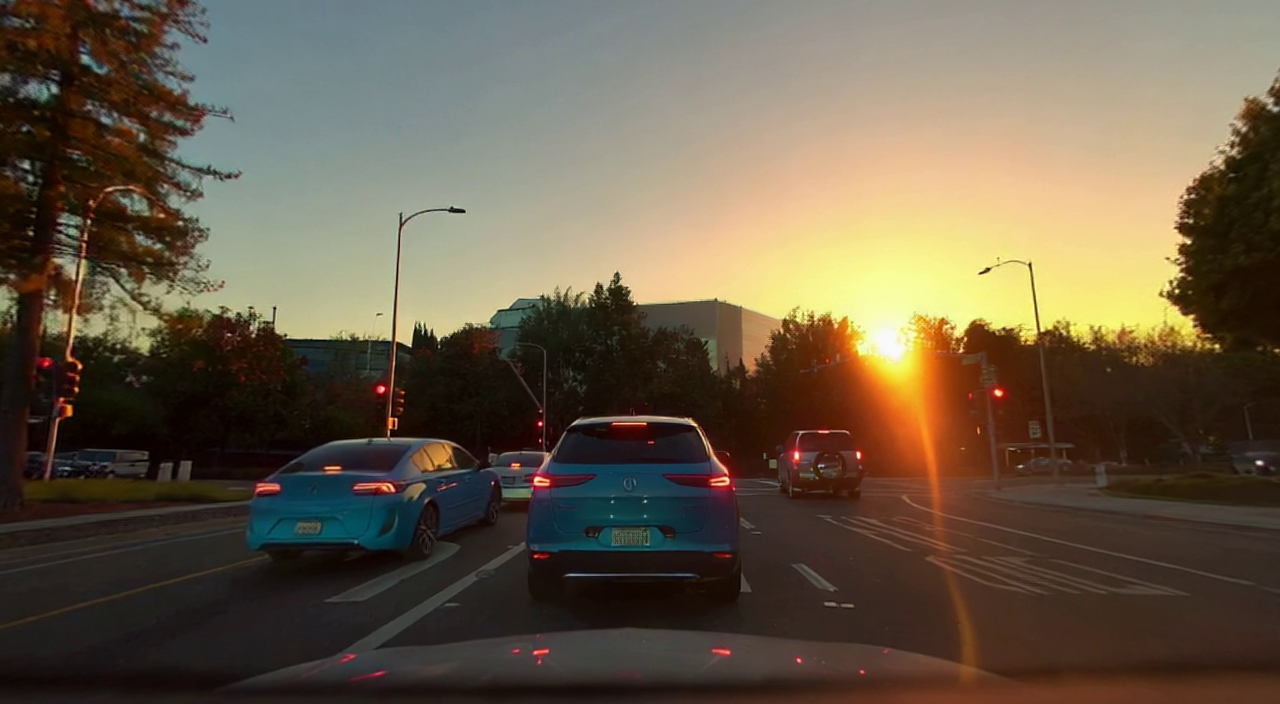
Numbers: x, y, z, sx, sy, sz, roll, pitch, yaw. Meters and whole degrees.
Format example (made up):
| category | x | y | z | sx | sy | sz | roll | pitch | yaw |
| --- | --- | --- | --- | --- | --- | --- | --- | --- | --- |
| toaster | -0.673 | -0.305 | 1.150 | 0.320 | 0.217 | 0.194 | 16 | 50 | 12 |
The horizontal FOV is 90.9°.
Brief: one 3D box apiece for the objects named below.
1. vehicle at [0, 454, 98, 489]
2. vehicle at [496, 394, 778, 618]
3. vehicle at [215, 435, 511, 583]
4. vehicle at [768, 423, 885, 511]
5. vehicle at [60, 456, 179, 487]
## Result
| category | x | y | z | sx | sy | sz | roll | pitch | yaw |
| --- | --- | --- | --- | --- | --- | --- | --- | --- | --- |
| vehicle | -27.102 | 5.273 | 27.929 | 4.198 | 1.444 | 1.765 | 2 | -9 | -15 |
| vehicle | -0.029 | 1.525 | 7.178 | 2.203 | 1.757 | 4.286 | 0 | -8 | 0 |
| vehicle | -3.241 | 1.898 | 8.573 | 1.913 | 1.453 | 4.413 | 0 | -8 | 2 |
| vehicle | 4.810 | 3.004 | 16.924 | 2.084 | 2.053 | 4.073 | -1 | -8 | 4 |
| vehicle | -25.980 | 5.949 | 31.599 | 4.140 | 1.444 | 1.742 | 2 | -9 | -15 |
